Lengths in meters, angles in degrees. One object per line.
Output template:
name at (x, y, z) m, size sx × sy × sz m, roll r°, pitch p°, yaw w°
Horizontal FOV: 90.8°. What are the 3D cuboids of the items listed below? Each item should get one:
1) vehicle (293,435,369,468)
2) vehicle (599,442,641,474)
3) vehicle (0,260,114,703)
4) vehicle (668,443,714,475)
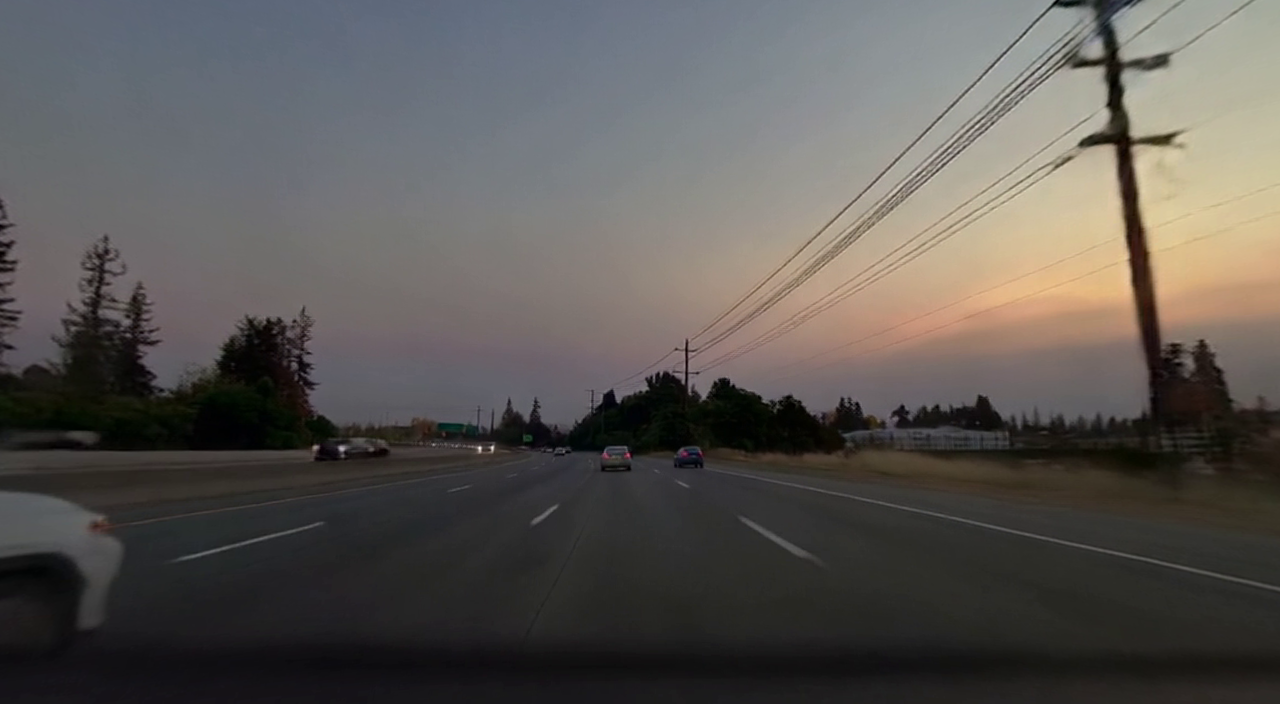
vehicle at (-18.353, 5.960, 37.886) m, size 2.292 × 1.825 × 4.903 m, roll 0°, pitch -8°, yaw -3°
vehicle at (-1.208, 5.985, 36.008) m, size 2.188 × 1.714 × 3.921 m, roll 1°, pitch -8°, yaw -4°
vehicle at (-4.064, 0.323, 0.337) m, size 2.475 × 2.152 × 5.837 m, roll 0°, pitch -8°, yaw 0°
vehicle at (2.573, 5.520, 32.808) m, size 1.789 × 1.503 × 3.897 m, roll 0°, pitch -9°, yaw -4°
